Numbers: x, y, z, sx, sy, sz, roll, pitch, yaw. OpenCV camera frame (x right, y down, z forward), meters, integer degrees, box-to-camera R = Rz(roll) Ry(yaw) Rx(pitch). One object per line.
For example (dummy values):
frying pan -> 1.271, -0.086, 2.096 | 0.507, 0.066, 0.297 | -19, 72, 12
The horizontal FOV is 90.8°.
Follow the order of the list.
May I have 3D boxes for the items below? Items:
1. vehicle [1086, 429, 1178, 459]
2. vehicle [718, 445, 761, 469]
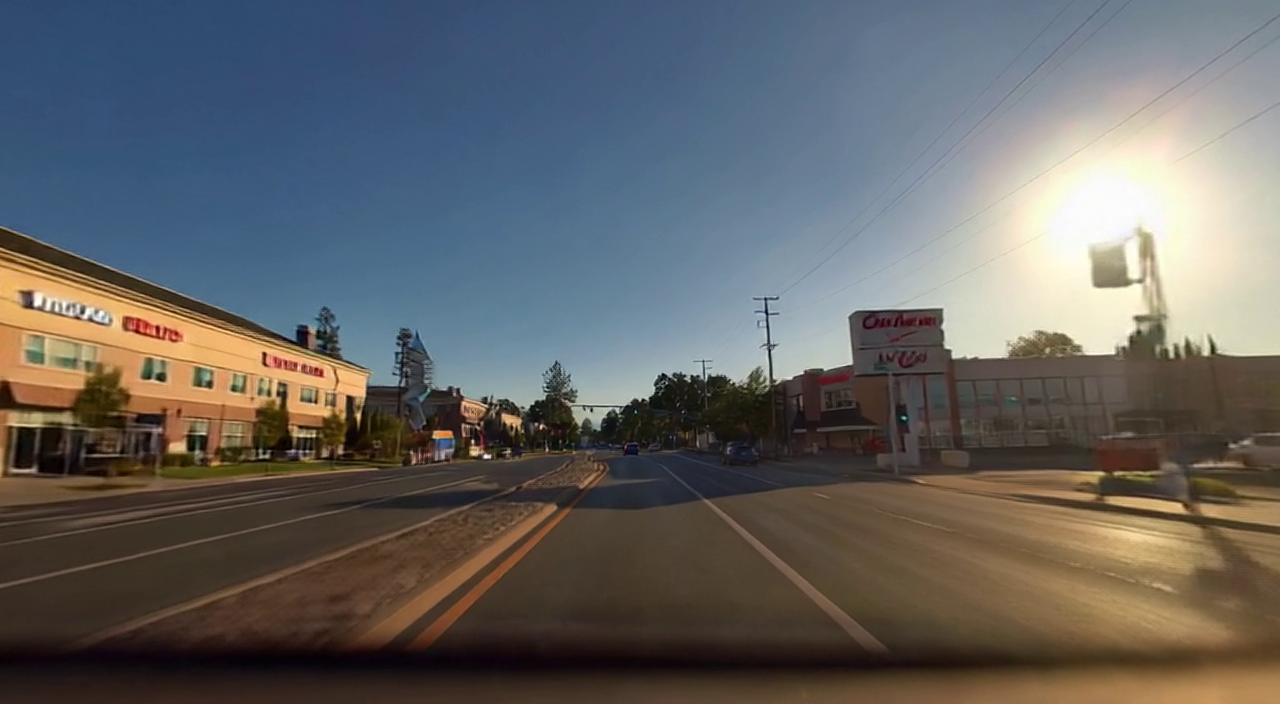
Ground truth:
vehicle -> 30.435, 5.776, 39.277 | 1.860, 1.716, 4.675 | 1, -9, -1
vehicle -> 6.258, 6.672, 40.215 | 1.916, 1.437, 4.327 | 0, -9, -2
